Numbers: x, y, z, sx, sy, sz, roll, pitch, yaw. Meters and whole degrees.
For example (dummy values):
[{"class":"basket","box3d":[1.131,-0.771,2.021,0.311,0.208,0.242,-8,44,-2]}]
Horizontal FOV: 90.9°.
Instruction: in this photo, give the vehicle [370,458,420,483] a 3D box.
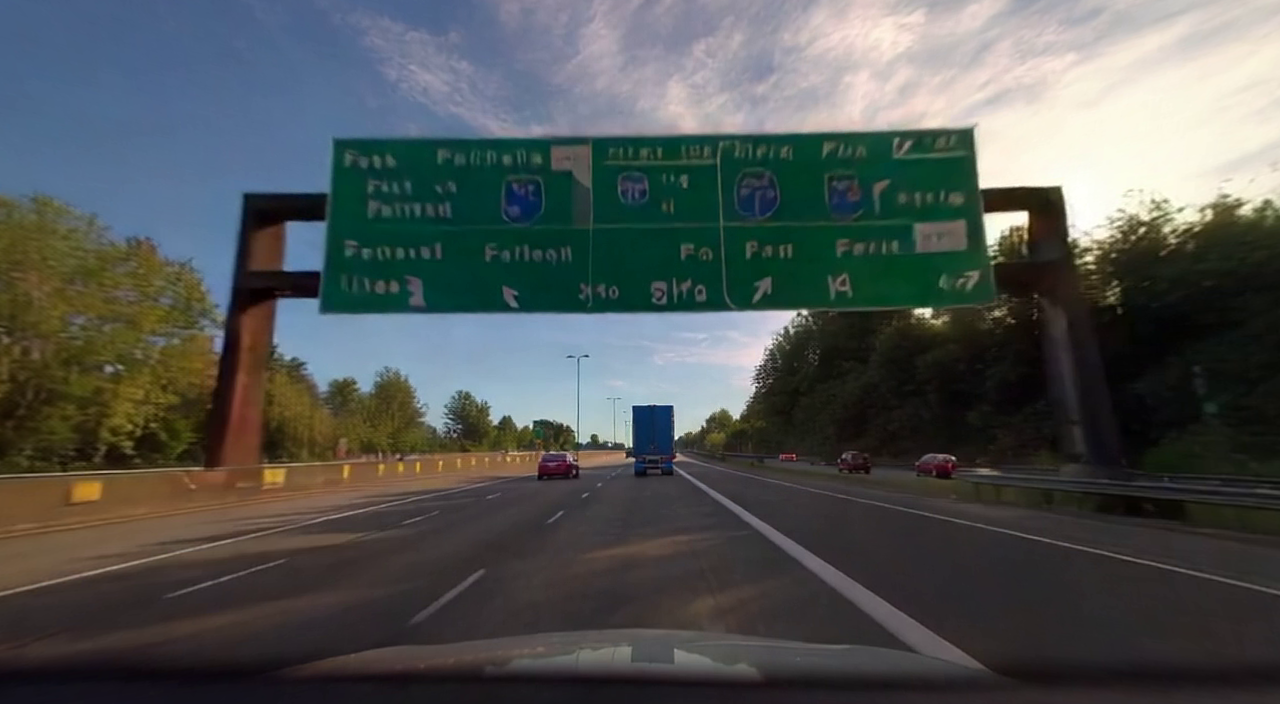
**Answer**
[{"class":"vehicle","box3d":[-16.047,7.761,41.499,1.701,1.465,3.759,0,-9,1]}]

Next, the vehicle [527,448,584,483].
[{"class":"vehicle","box3d":[-3.818,5.185,29.186,1.931,1.466,4.458,0,-9,2]}]

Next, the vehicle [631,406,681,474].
[{"class":"vehicle","box3d":[1.134,6.055,43.109,3.022,4.072,10.318,0,-9,2]}]

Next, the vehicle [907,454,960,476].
[{"class":"vehicle","box3d":[20.366,7.829,43.864,1.857,1.407,3.719,0,-9,0]}]
